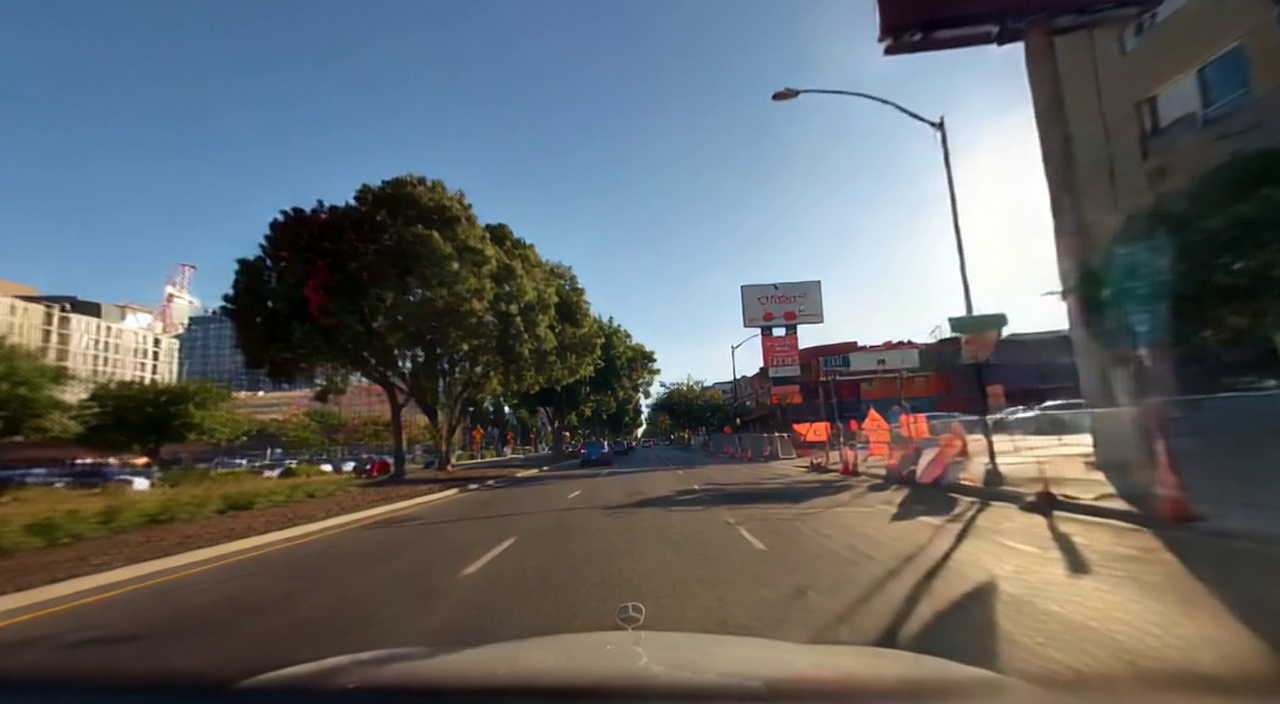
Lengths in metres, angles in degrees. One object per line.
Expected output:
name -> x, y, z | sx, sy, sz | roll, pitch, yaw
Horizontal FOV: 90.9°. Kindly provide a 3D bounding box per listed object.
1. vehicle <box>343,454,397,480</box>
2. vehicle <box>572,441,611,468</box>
vehicle -> -18.120, 7.704, 42.484 | 1.948, 1.535, 4.600 | 0, -8, -5
vehicle -> -2.763, 5.965, 36.799 | 1.926, 1.442, 4.231 | 0, -8, 1
